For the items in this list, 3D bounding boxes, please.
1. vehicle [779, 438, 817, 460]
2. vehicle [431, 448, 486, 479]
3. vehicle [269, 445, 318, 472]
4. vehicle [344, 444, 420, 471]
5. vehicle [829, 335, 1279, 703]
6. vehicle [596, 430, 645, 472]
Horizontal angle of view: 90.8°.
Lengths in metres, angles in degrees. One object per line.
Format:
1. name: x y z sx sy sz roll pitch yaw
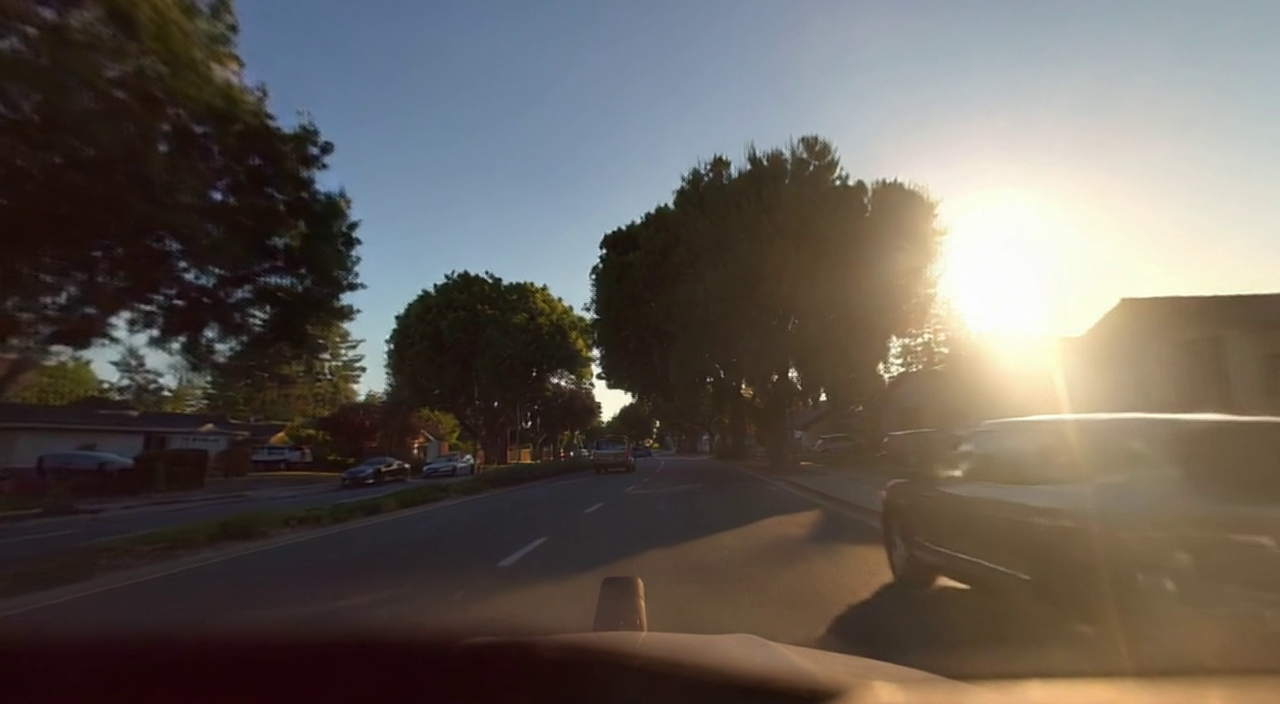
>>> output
1. vehicle: 11.388 7.014 45.751 1.897 1.524 4.604 -1 -8 5
2. vehicle: -11.251 6.923 39.474 2.002 1.598 4.366 -6 -8 0
3. vehicle: -22.971 7.044 42.007 1.940 1.554 4.237 3 -7 -17
4. vehicle: -18.399 7.584 45.194 4.549 1.814 1.944 -1 -11 -2
5. vehicle: 3.262 1.196 4.836 2.209 1.812 5.012 0 -9 2
6. vehicle: -0.958 5.341 34.295 2.085 2.084 5.133 -1 -9 4
